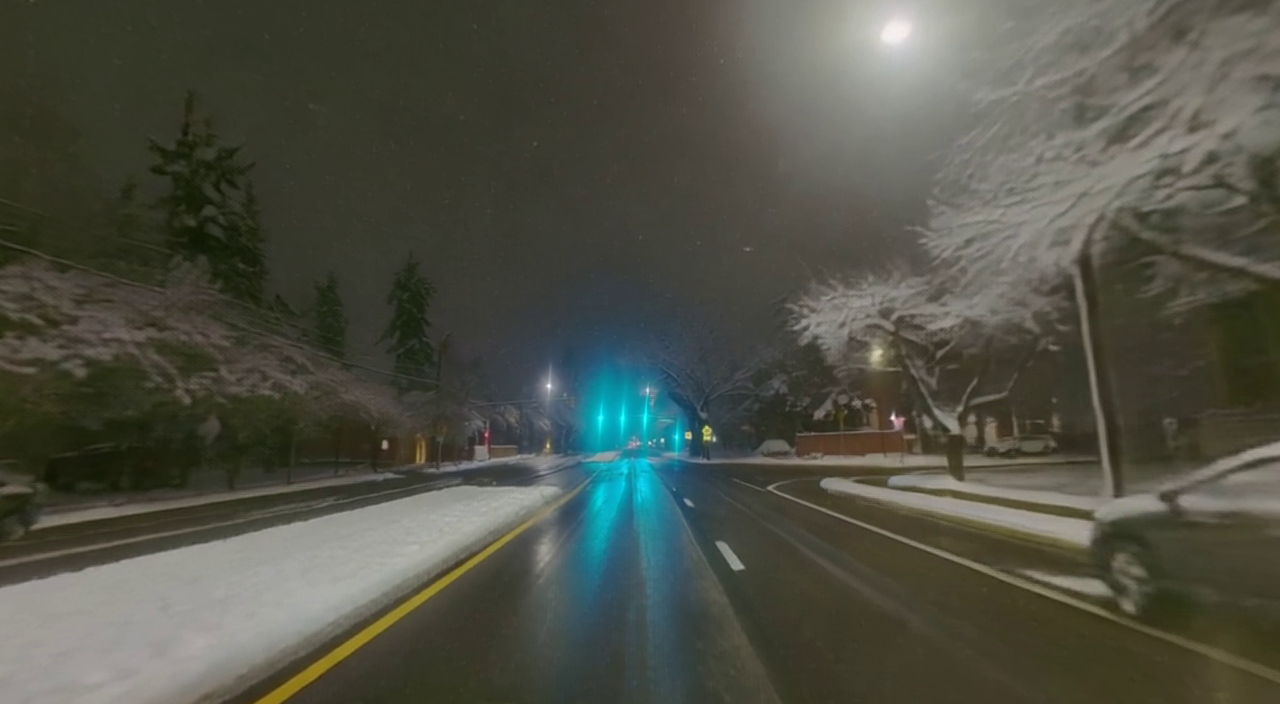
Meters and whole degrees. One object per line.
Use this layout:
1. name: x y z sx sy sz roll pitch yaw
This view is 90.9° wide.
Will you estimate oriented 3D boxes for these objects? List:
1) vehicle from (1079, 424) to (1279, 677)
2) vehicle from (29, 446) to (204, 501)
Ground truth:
1. vehicle: 4.839 1.141 3.352 1.915 1.521 4.375 0 -8 1
2. vehicle: -20.720 4.792 25.130 5.039 2.037 2.093 -1 -8 1
